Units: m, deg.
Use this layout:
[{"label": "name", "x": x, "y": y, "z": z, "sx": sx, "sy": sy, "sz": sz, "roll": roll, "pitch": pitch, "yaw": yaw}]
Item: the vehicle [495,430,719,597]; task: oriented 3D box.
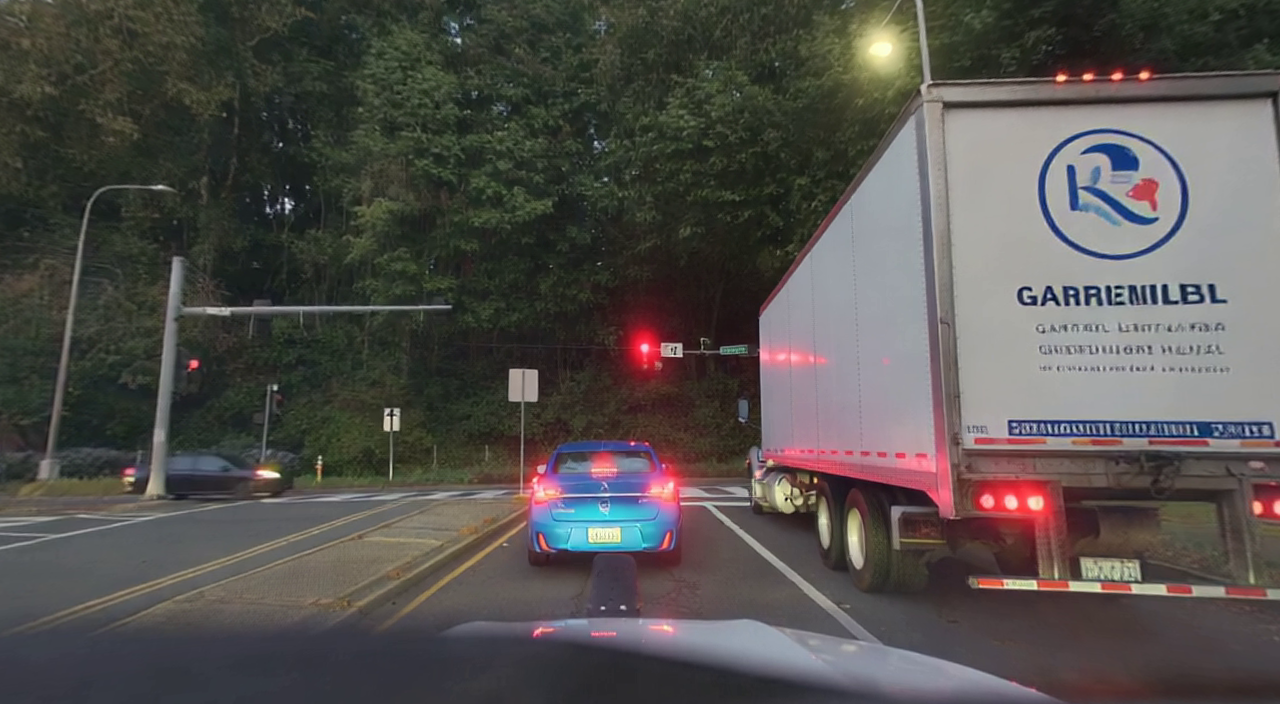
[{"label": "vehicle", "x": -0.325, "y": 1.712, "z": 7.426, "sx": 1.975, "sy": 1.457, "sz": 3.526, "roll": 0, "pitch": -9, "yaw": -1}]

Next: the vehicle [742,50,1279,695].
[{"label": "vehicle", "x": 3.512, "y": 0.724, "z": 8.477, "sx": 2.884, "sy": 3.753, "sz": 9.763, "roll": 0, "pitch": -9, "yaw": 1}]

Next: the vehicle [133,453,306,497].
[{"label": "vehicle", "x": -15.039, "y": 4.409, "z": 22.775, "sx": 4.761, "sy": 1.436, "sz": 1.870, "roll": 1, "pitch": -9, "yaw": -7}]
